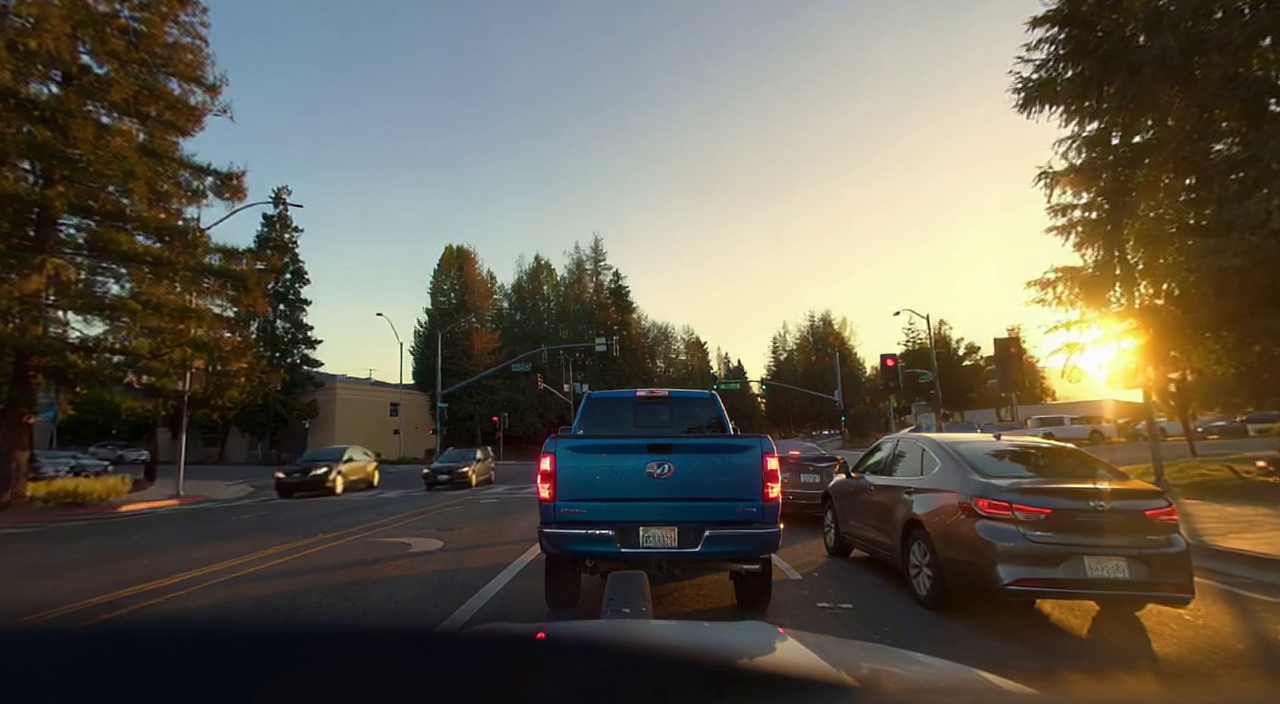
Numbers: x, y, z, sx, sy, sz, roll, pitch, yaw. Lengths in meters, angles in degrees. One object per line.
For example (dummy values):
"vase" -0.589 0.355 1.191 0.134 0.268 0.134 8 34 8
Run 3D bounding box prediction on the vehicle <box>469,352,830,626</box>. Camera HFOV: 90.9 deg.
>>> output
"vehicle" 0.086 1.395 7.424 2.636 2.011 5.425 0 -8 0

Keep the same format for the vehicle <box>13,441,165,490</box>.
"vehicle" -21.751 4.464 25.206 2.062 1.764 4.508 0 -8 -2

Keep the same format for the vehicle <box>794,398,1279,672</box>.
"vehicle" 3.333 1.507 6.523 2.155 1.667 5.162 0 -8 0

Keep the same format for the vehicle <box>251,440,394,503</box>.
"vehicle" -9.392 3.538 19.166 1.920 1.563 4.643 -3 -8 0

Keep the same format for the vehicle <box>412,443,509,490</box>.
"vehicle" -6.132 3.941 22.154 1.994 1.469 4.367 0 -8 2
